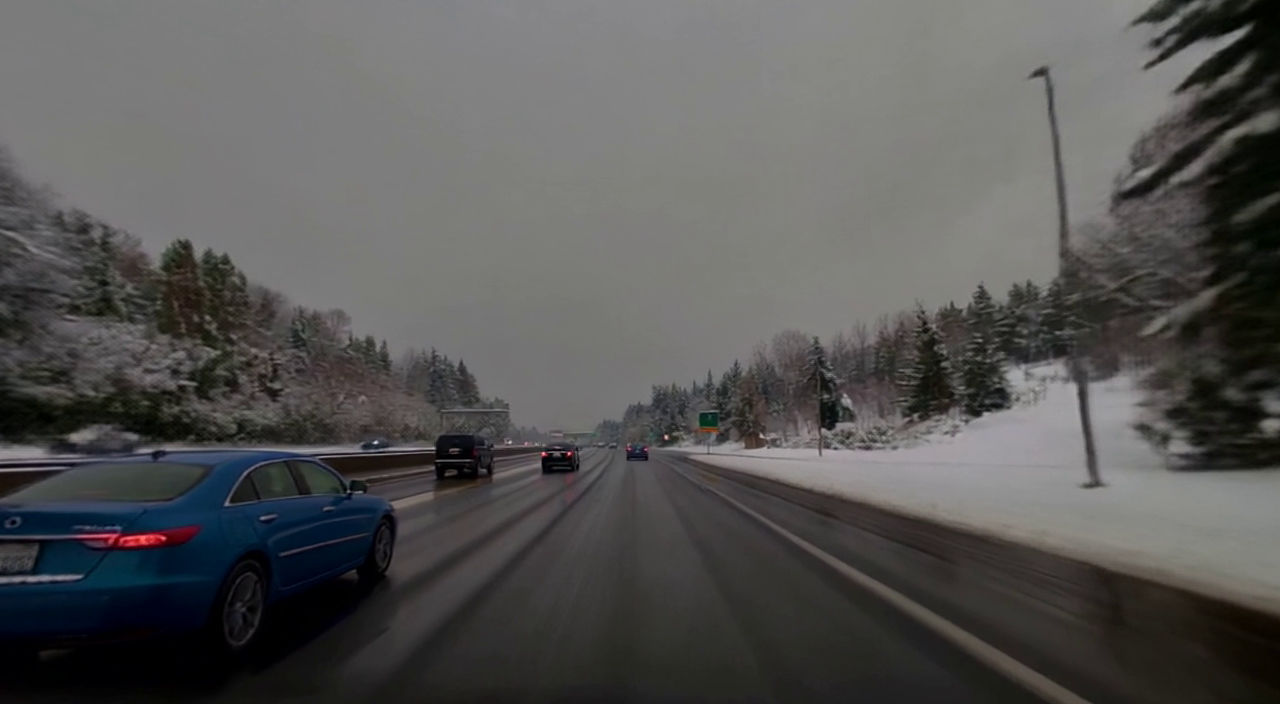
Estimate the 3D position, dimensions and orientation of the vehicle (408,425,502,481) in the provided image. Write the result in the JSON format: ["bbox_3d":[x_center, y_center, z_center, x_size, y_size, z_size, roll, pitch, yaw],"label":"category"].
[{"bbox_3d":[-7.206,3.993,25.288,2.171,1.982,5.246,0,-8,-1],"label":"vehicle"}]

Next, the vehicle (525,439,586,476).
[{"bbox_3d":[-3.591,4.583,27.683,2.068,1.501,4.395,0,-8,0],"label":"vehicle"}]

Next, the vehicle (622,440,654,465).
[{"bbox_3d":[-0.208,6.633,41.802,2.018,1.508,4.087,0,-8,-2],"label":"vehicle"}]

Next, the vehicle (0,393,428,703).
[{"bbox_3d":[-3.350,1.241,4.717,2.025,1.506,4.429,0,-8,-1],"label":"vehicle"}]
